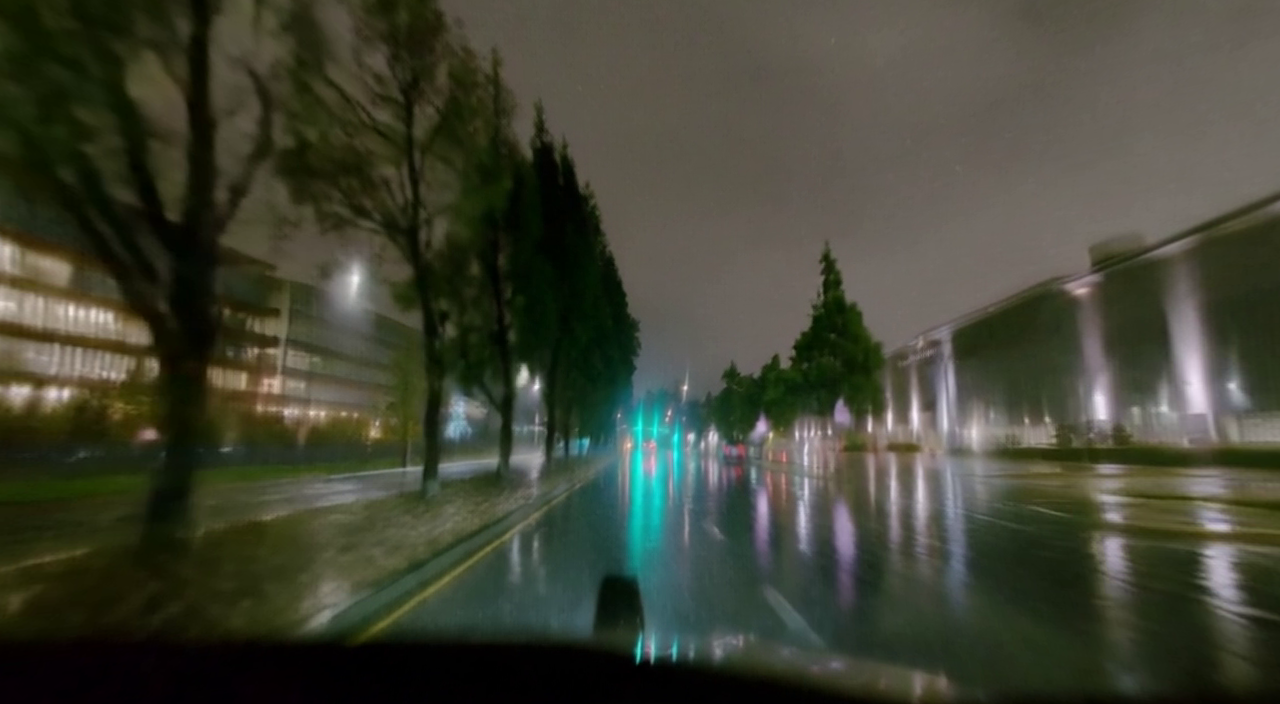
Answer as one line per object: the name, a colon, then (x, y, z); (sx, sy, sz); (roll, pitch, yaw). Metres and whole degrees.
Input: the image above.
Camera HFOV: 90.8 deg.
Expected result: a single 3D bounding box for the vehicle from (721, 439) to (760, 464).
vehicle: (7.732, 7.721, 49.064); (2.167, 1.848, 4.713); (0, -8, -2)
